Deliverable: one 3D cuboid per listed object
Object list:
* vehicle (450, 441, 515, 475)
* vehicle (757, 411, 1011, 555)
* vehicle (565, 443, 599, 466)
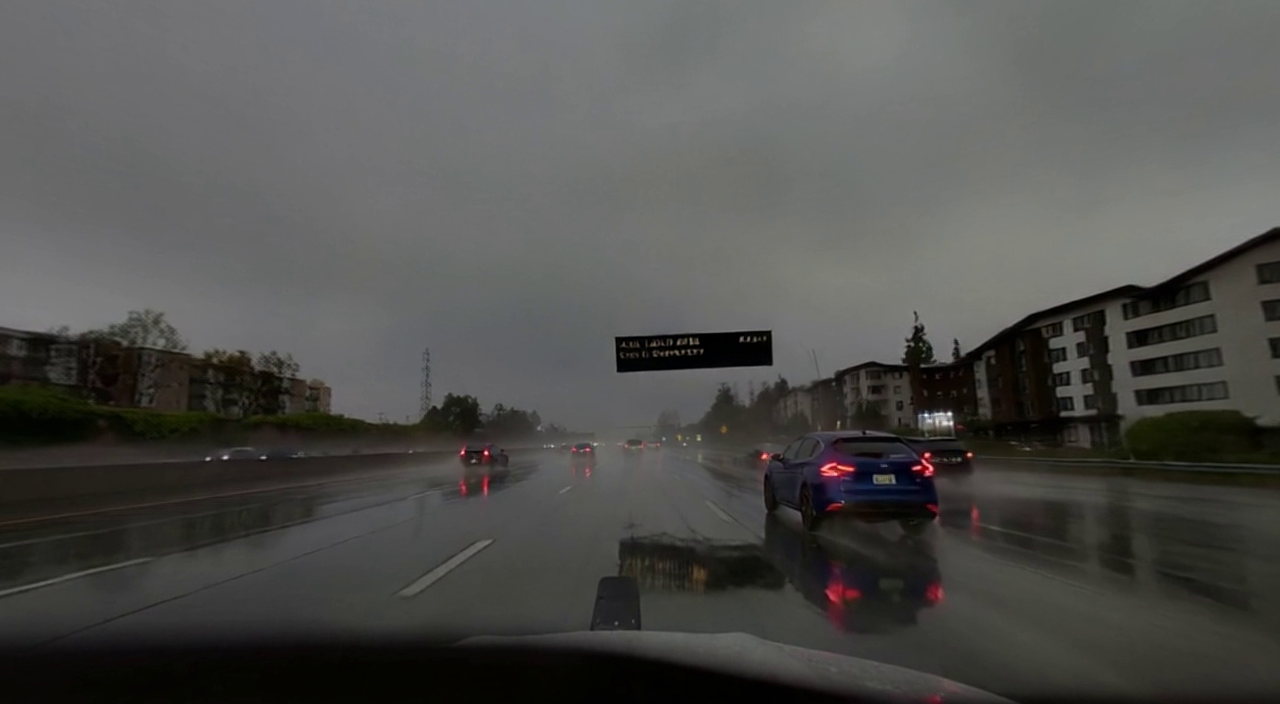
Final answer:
[{"bbox_3d":[-7.586,5.144,30.904,2.021,1.496,4.495,0,-9,0],"label":"vehicle"},{"bbox_3d":[3.311,1.885,9.711,2.080,1.694,4.286,0,-9,-1],"label":"vehicle"},{"bbox_3d":[-3.896,6.977,43.150,2.002,1.466,4.378,0,-9,-1],"label":"vehicle"}]
